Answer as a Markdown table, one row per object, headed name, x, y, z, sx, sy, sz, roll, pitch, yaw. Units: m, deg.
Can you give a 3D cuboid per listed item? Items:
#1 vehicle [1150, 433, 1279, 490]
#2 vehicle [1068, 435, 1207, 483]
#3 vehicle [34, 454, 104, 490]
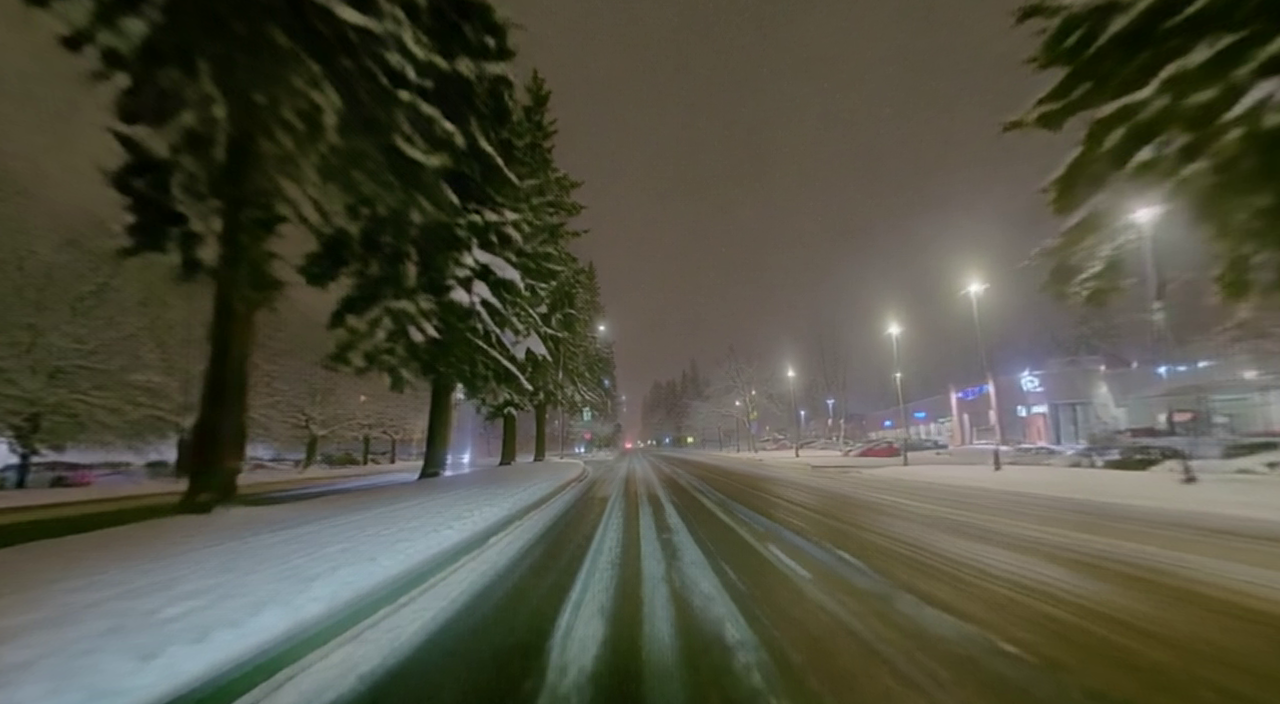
| name | x | y | z | sx | sy | sz | roll | pitch | yaw |
| --- | --- | --- | --- | --- | --- | --- | --- | --- | --- |
| vehicle | 18.362 | 3.394 | 19.889 | 4.197 | 1.612 | 1.784 | 4 | -9 | -25 |
| vehicle | 17.791 | 3.765 | 22.563 | 4.569 | 1.529 | 2.036 | 4 | -9 | -27 |
| vehicle | -29.870 | 6.234 | 33.177 | 1.862 | 1.654 | 4.229 | 5 | -10 | -32 |
